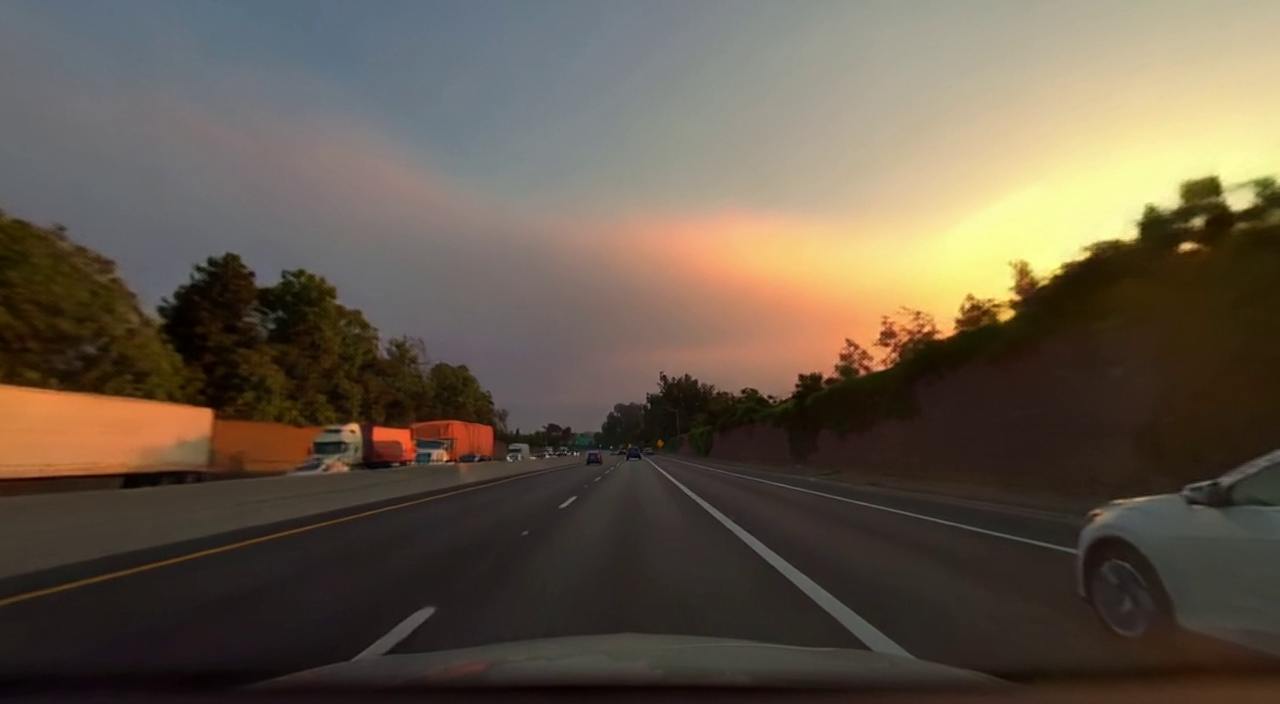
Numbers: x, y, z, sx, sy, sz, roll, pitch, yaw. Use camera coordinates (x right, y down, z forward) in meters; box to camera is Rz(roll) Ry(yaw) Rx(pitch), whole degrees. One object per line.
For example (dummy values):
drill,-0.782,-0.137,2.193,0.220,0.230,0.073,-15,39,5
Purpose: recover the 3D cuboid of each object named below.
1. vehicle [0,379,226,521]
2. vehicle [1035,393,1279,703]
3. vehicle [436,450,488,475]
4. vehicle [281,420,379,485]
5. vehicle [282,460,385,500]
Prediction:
vehicle,-20.485,3.387,21.704,2.928,4.170,14.022,0,-9,0
vehicle,3.844,0.852,2.202,2.053,1.504,4.386,0,-9,0
vehicle,-11.271,7.020,40.217,1.910,1.506,4.487,0,-9,1
vehicle,-19.981,6.527,41.185,3.025,3.867,6.475,0,-9,0
vehicle,-11.841,4.950,24.676,1.930,1.372,3.971,0,-9,2
